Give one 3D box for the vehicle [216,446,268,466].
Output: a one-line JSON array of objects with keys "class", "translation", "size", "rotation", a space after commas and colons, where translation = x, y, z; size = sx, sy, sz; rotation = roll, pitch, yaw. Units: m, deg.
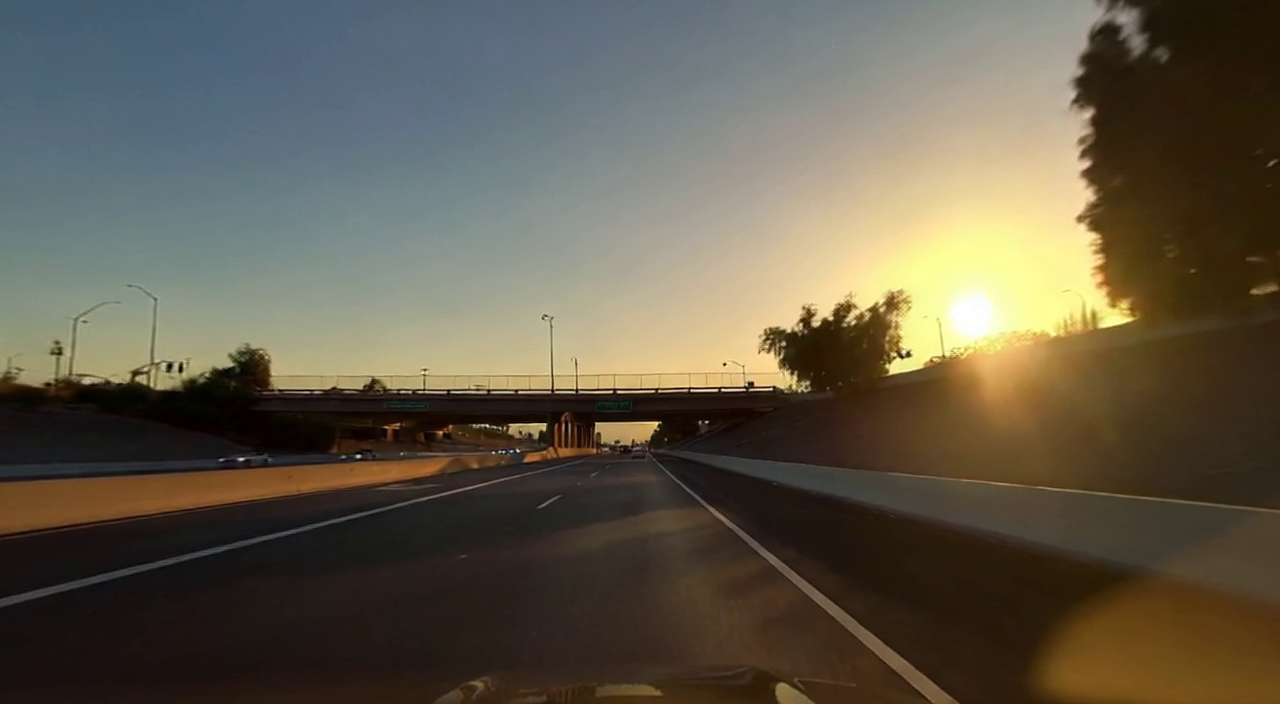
[{"class": "vehicle", "translation": [-31.198, 8.141, 49.418], "size": [1.631, 1.429, 3.685], "rotation": [-1, -9, 1]}]
